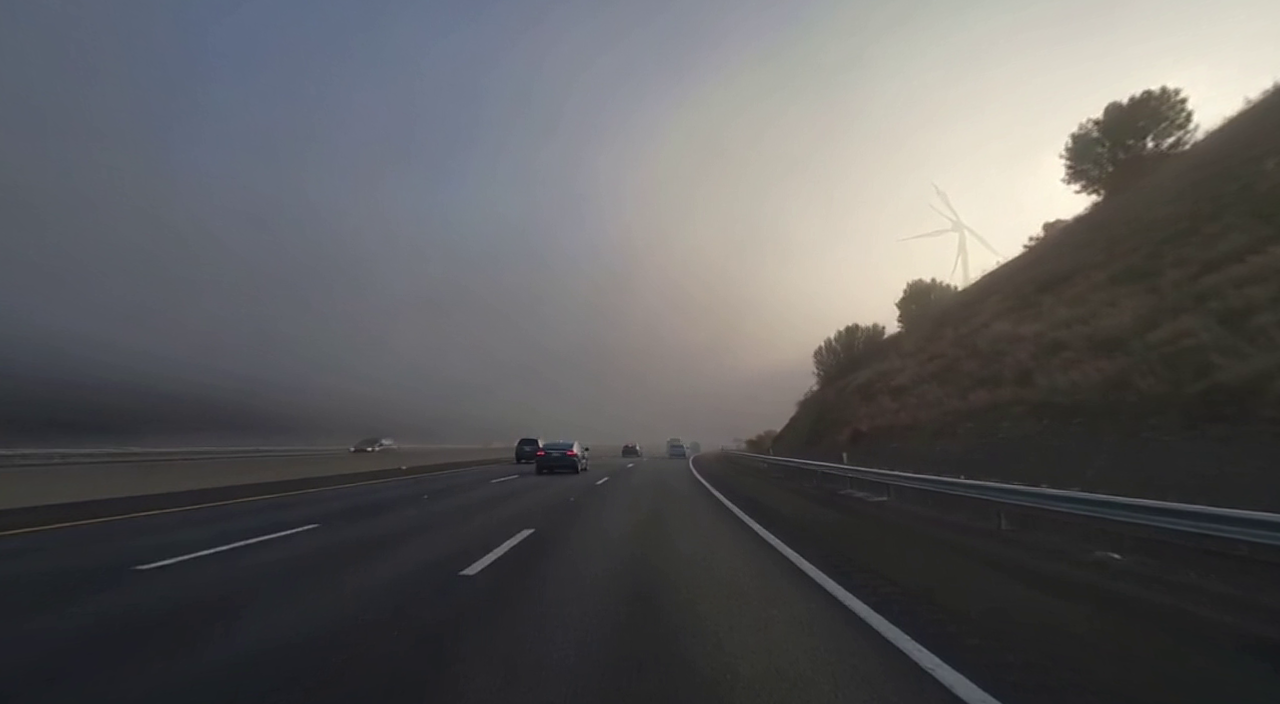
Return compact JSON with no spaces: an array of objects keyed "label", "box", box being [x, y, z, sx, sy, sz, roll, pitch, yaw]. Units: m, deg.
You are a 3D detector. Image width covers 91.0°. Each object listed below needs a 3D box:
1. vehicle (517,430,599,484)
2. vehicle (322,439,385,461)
[{"label":"vehicle","box":[-2.760,3.673,22.257,2.118,1.702,4.355,0,-8,3]},{"label":"vehicle","box":[-19.845,6.788,43.836,2.135,1.441,4.228,0,-9,4]}]
